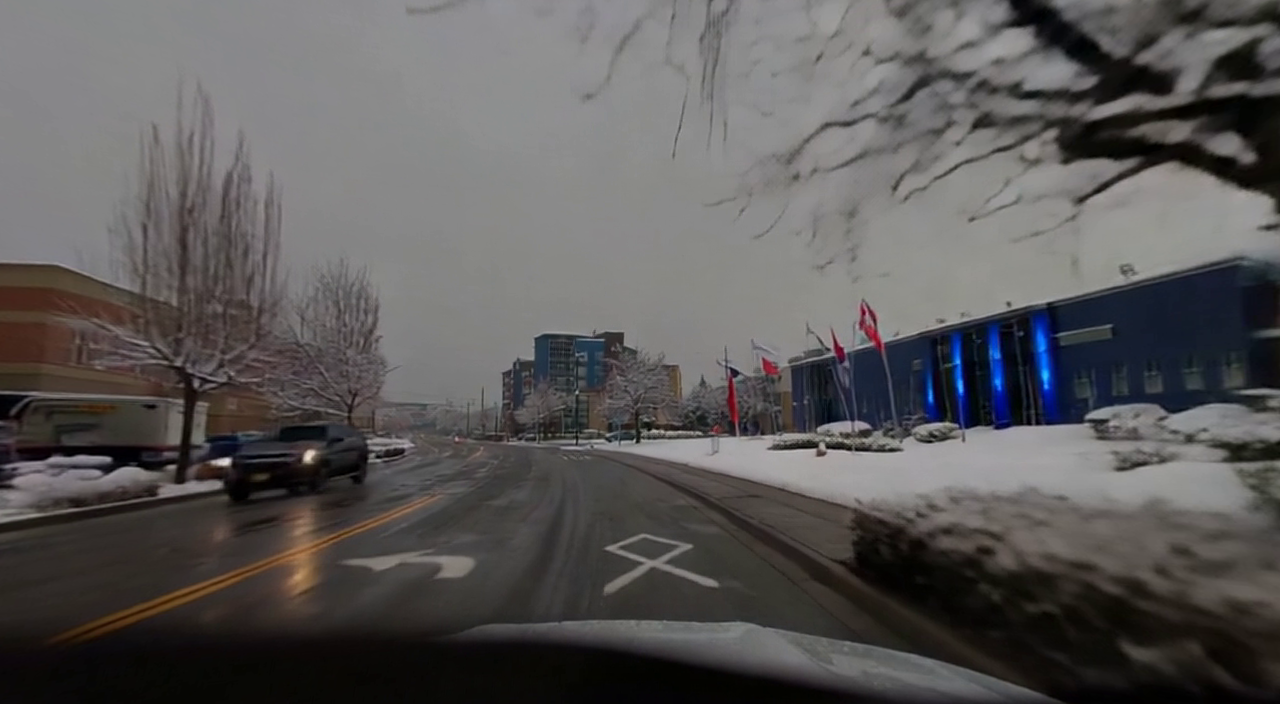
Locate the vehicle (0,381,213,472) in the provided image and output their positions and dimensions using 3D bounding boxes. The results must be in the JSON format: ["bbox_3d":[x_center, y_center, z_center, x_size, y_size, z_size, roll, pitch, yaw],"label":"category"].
[{"bbox_3d":[-22.946,3.055,25.720,8.479,3.396,3.021,3,-8,-23],"label":"vehicle"}]

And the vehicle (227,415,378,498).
[{"bbox_3d":[-8.735,2.710,16.825,2.026,1.882,4.277,1,-8,-7],"label":"vehicle"}]
